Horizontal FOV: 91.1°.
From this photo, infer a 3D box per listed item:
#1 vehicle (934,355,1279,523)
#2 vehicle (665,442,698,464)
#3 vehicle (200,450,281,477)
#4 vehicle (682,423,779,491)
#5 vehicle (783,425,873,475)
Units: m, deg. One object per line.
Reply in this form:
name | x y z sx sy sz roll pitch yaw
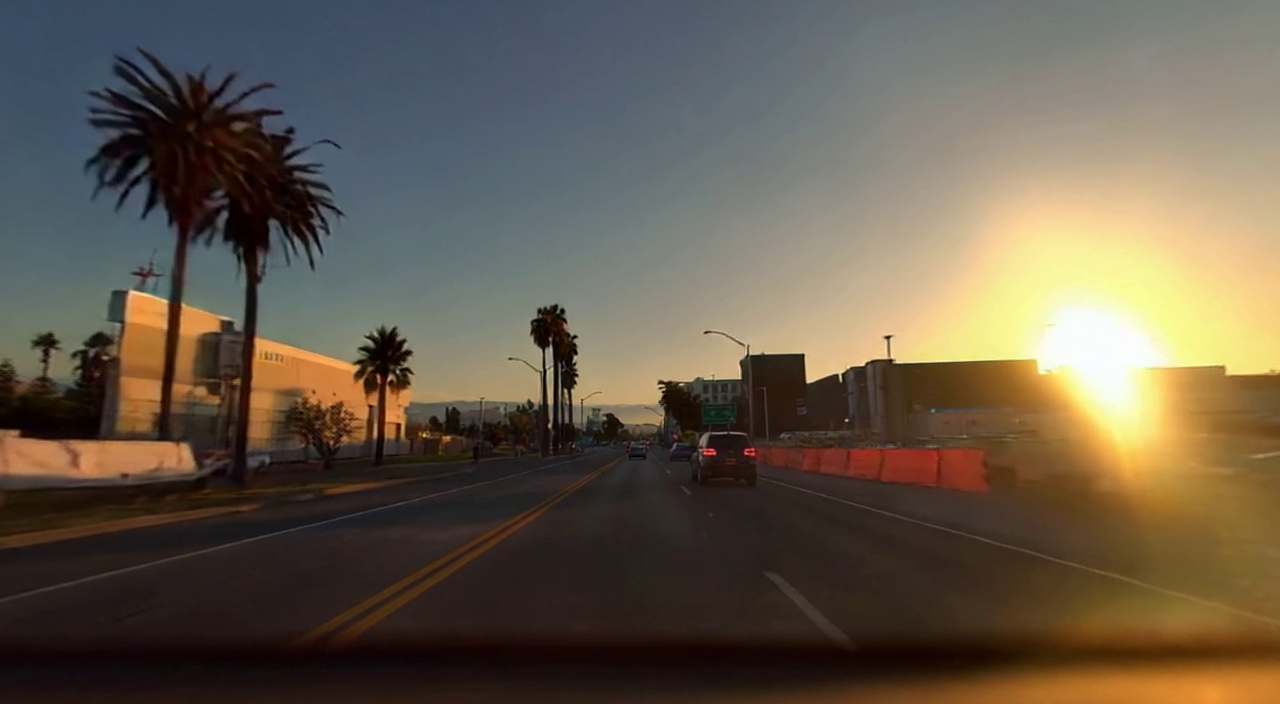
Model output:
vehicle | 11.921 2.444 17.528 3.086 3.442 9.030 0 -8 1
vehicle | 3.029 7.541 46.978 2.148 1.562 4.642 0 -8 0
vehicle | -24.877 6.937 39.338 1.911 1.489 4.779 0 -8 0
vehicle | 2.849 3.520 21.335 2.386 1.970 5.665 0 -8 -1
vehicle | 10.805 5.726 37.048 2.799 2.593 7.710 -1 -8 -1
